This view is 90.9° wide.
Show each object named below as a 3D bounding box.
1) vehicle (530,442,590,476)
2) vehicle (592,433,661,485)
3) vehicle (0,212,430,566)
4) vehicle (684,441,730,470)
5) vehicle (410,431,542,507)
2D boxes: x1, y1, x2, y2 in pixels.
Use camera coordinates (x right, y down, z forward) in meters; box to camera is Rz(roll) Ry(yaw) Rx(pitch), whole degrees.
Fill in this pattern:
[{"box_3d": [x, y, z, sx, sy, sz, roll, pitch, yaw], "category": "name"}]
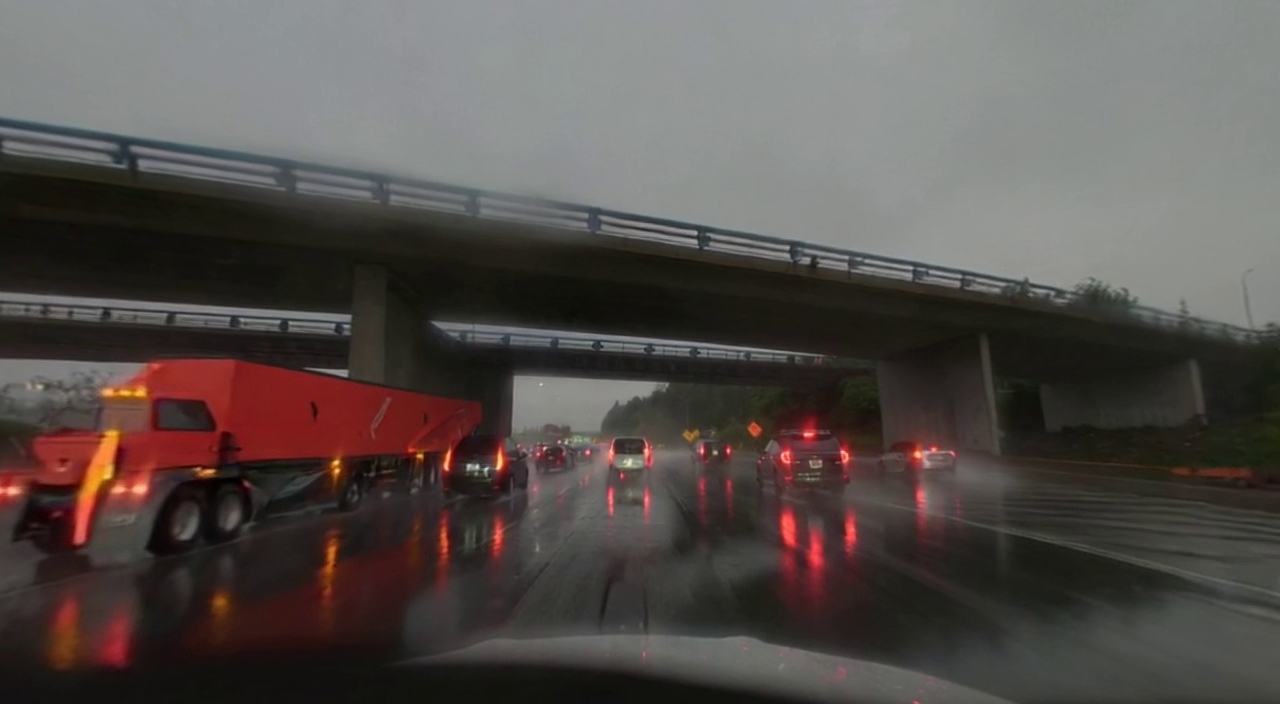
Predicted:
[{"box_3d": [-3.686, 5.024, 29.923, 2.141, 1.455, 4.447, 0, -8, 1], "category": "vehicle"}, {"box_3d": [-0.444, 3.830, 22.952, 2.270, 1.696, 4.061, 0, -8, 0], "category": "vehicle"}, {"box_3d": [-7.503, 1.112, 12.182, 2.959, 3.886, 10.574, 0, -8, 1], "category": "vehicle"}, {"box_3d": [3.595, 5.659, 34.564, 2.003, 1.465, 4.092, 0, -8, -1], "category": "vehicle"}, {"box_3d": [-3.952, 2.895, 16.082, 2.124, 1.639, 4.344, 0, -8, 1], "category": "vehicle"}]
